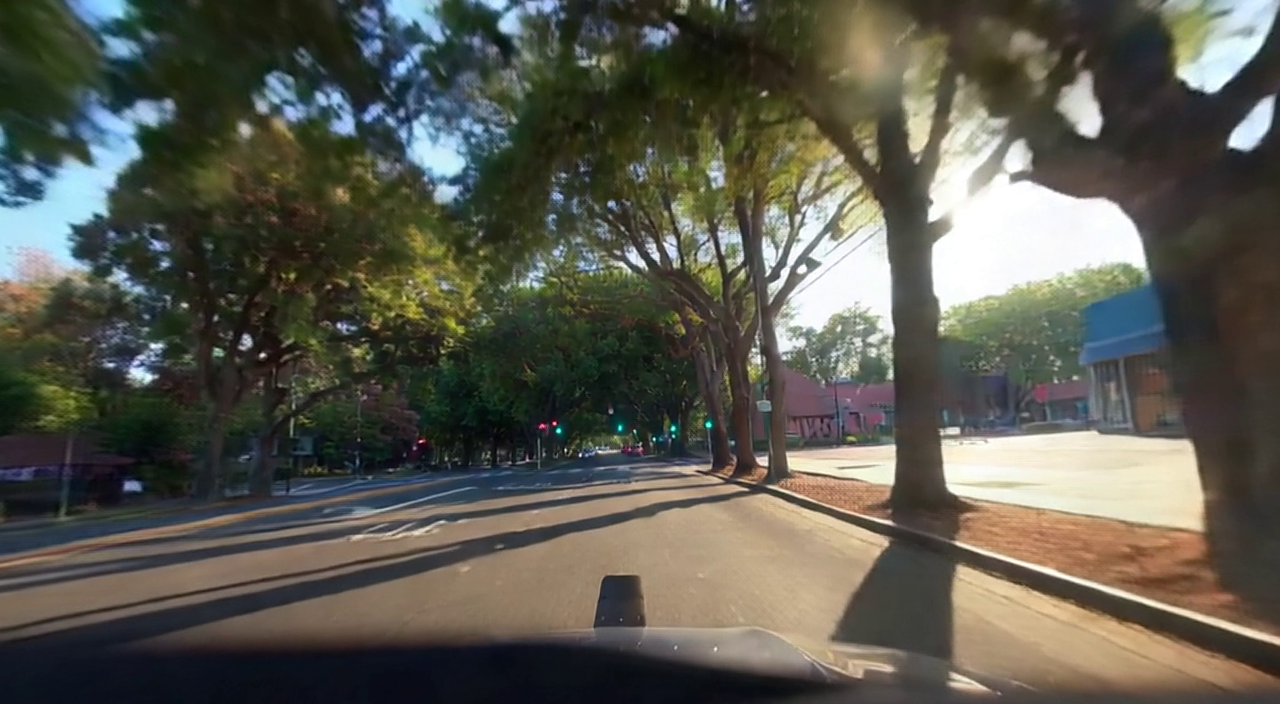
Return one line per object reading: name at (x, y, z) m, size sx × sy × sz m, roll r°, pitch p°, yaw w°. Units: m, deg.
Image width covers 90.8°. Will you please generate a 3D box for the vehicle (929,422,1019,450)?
vehicle at (23.003, 5.806, 43.698) m, size 4.902 × 1.519 × 2.182 m, roll -5°, pitch -8°, yaw -1°
